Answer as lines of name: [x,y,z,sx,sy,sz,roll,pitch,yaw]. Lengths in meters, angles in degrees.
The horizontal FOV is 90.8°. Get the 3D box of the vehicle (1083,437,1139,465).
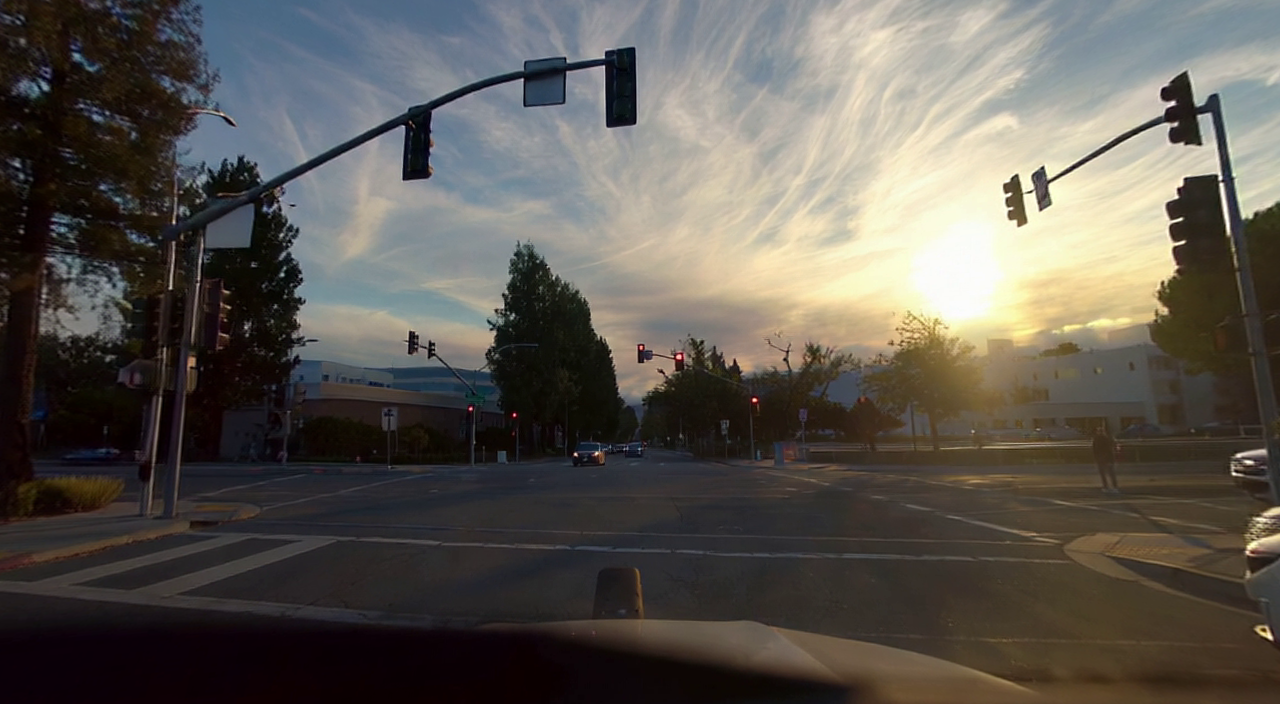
vehicle: [26.979,5.661,36.140,2.092,1.474,4.046,-8,-11,41]

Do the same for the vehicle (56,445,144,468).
vehicle: [-35.059,6.804,41.041,4.628,1.414,1.897,-2,-9,14]

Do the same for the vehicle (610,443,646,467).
vehicle: [-0.847,6.832,41.988,2.056,1.492,3.937,1,-9,-6]

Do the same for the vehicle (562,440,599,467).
vehicle: [-4.105,7.101,44.286,2.251,1.756,4.610,0,-9,-2]
